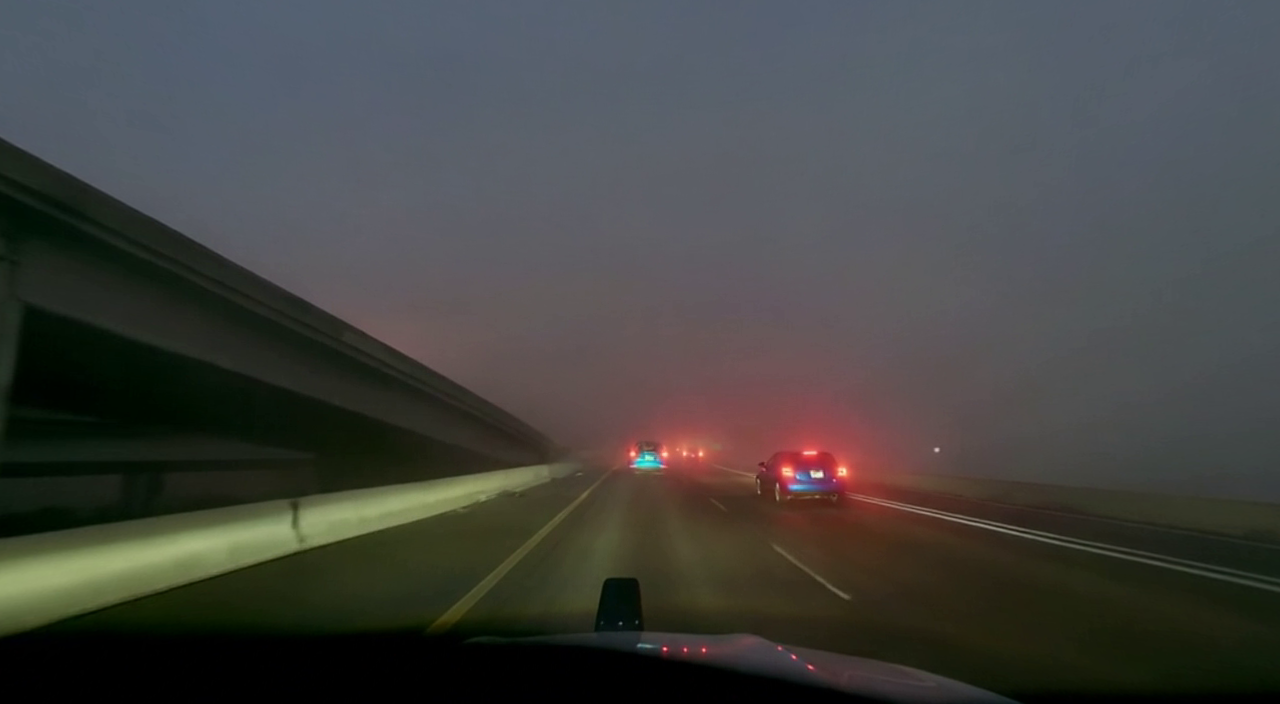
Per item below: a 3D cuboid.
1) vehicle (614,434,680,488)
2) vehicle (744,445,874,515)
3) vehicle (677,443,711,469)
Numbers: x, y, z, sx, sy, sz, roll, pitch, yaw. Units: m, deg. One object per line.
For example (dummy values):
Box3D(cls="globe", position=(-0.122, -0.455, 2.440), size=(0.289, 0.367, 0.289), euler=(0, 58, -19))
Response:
Box3D(cls="vehicle", position=(0.226, 4.067, 23.809), size=(2.264, 1.841, 4.583), euler=(0, -9, 0))
Box3D(cls="vehicle", position=(4.021, 3.096, 15.747), size=(2.047, 1.500, 4.017), euler=(0, -9, -1))
Box3D(cls="vehicle", position=(3.680, 7.162, 43.573), size=(2.047, 1.700, 4.069), euler=(0, -9, 0))
